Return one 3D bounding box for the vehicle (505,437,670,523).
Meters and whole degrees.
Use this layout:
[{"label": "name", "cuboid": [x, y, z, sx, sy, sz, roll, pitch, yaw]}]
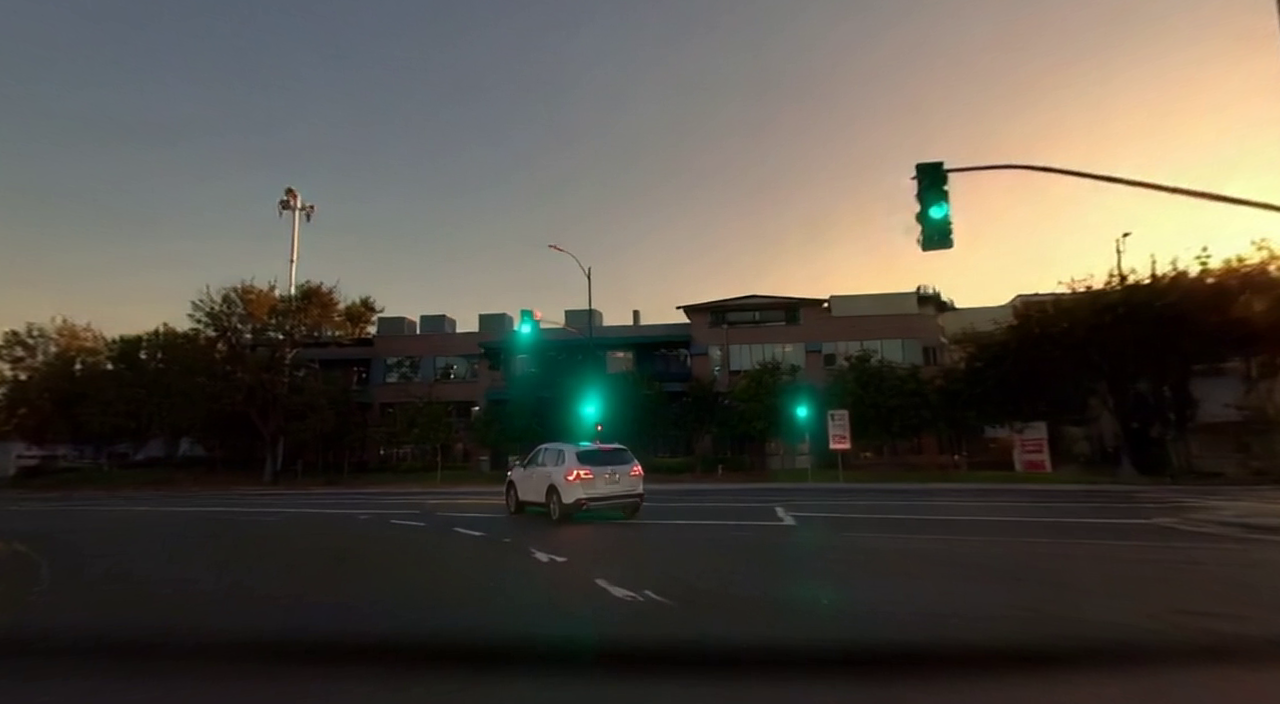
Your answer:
[{"label": "vehicle", "cuboid": [-1.355, 2.813, 14.489, 1.938, 1.648, 4.211, 6, -10, -34]}]
